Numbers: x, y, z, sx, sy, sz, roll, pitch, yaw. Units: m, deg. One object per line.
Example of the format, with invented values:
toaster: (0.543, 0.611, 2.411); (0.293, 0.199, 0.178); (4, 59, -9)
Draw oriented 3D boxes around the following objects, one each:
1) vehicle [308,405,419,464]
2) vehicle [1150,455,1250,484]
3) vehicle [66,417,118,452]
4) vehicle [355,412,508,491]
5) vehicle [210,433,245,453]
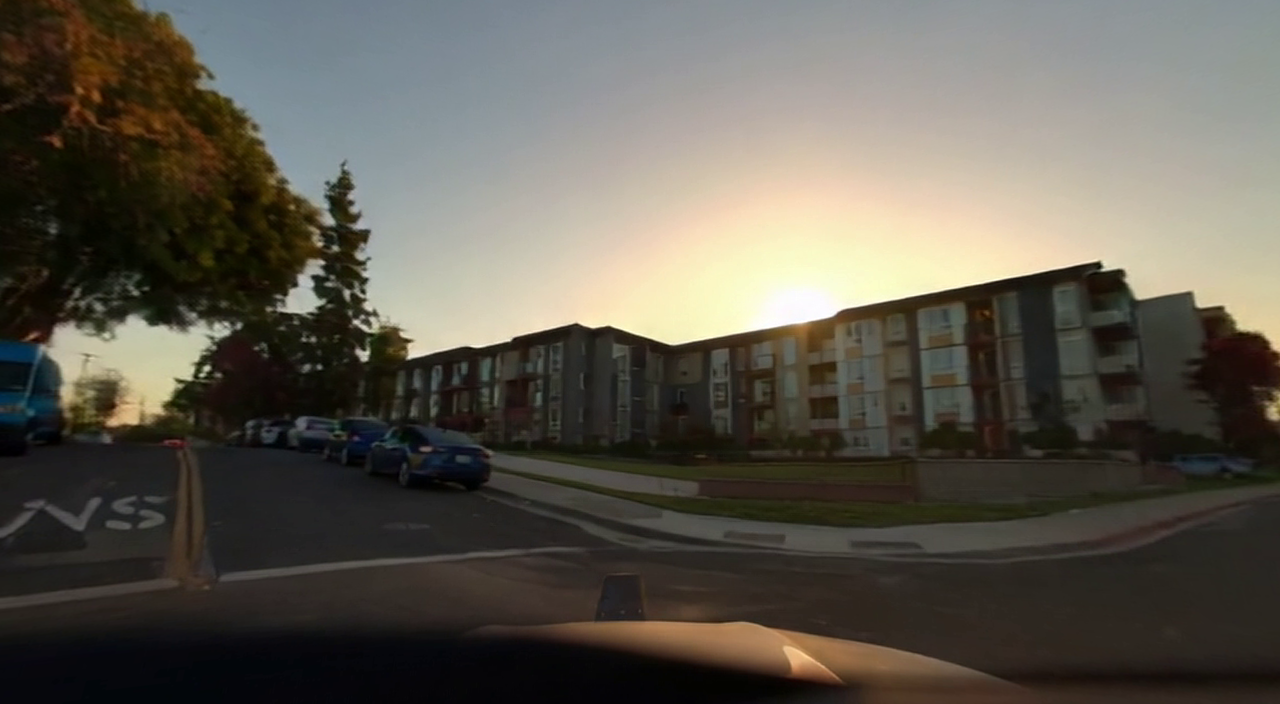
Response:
vehicle: (-8.109, 2.432, 18.317); (1.776, 1.478, 4.393); (7, -11, -38)
vehicle: (33.741, 7.051, 38.151); (1.702, 1.580, 4.115); (7, -11, -37)
vehicle: (-34.313, 5.151, 39.667); (2.090, 1.674, 4.457); (10, -7, -38)
vehicle: (-4.717, 2.170, 13.883); (1.827, 1.436, 4.322); (7, -11, -36)
vehicle: (-31.550, 6.945, 48.311); (1.778, 1.451, 4.047); (7, -11, -37)
